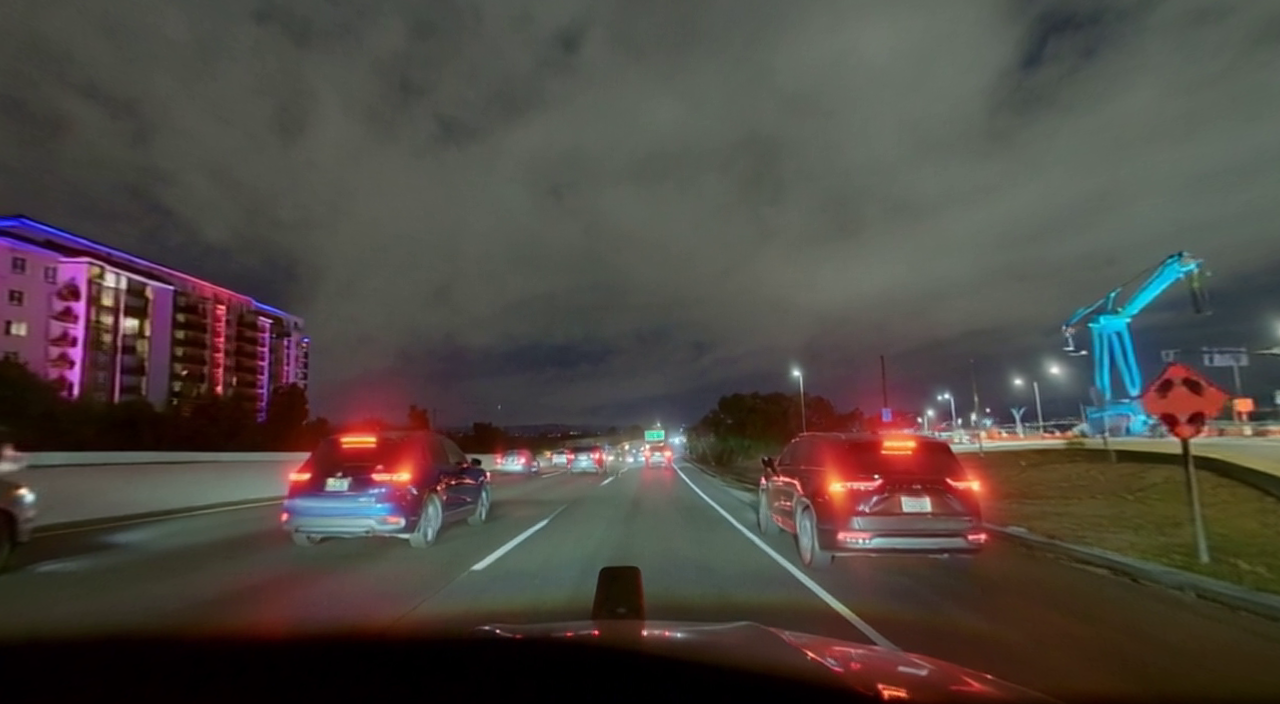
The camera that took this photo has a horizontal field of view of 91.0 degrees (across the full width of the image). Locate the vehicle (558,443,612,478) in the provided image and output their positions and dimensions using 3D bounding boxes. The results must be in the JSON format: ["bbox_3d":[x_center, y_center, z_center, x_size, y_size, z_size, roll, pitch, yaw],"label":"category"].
[{"bbox_3d":[-2.724,5.526,32.352,2.109,1.657,4.554,0,-8,4],"label":"vehicle"}]

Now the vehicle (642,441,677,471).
[{"bbox_3d":[1.222,6.557,39.761,2.116,1.763,4.352,0,-9,1],"label":"vehicle"}]

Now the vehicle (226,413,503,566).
[{"bbox_3d":[-3.639,1.899,9.459,2.045,1.710,4.382,0,-8,2],"label":"vehicle"}]

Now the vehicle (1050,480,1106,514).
[{"bbox_3d":[25.166,8.306,36.308,1.873,1.547,4.240,-4,-9,25],"label":"vehicle"}]
